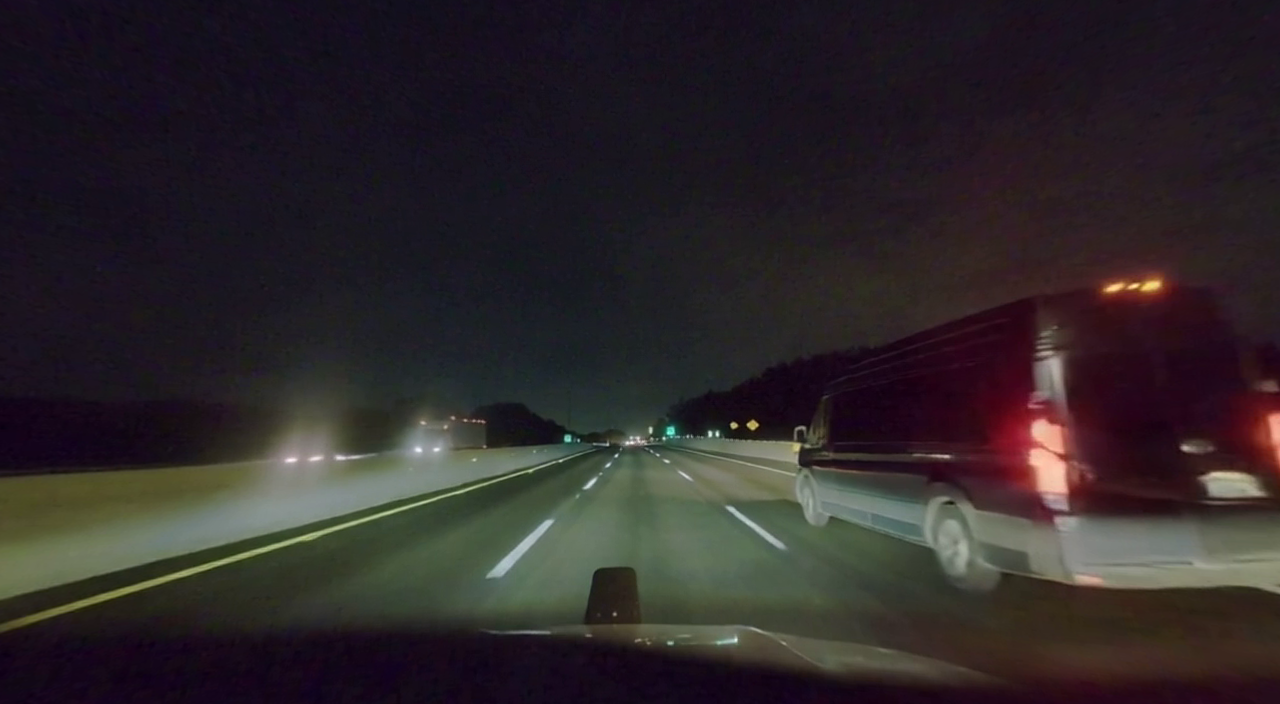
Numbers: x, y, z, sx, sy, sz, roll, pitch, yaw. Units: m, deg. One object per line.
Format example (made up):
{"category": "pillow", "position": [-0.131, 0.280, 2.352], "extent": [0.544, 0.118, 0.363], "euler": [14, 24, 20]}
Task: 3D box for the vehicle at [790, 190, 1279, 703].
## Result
{"category": "vehicle", "position": [3.735, 0.914, 6.722], "extent": [2.431, 2.667, 6.921], "euler": [0, -8, -1]}
